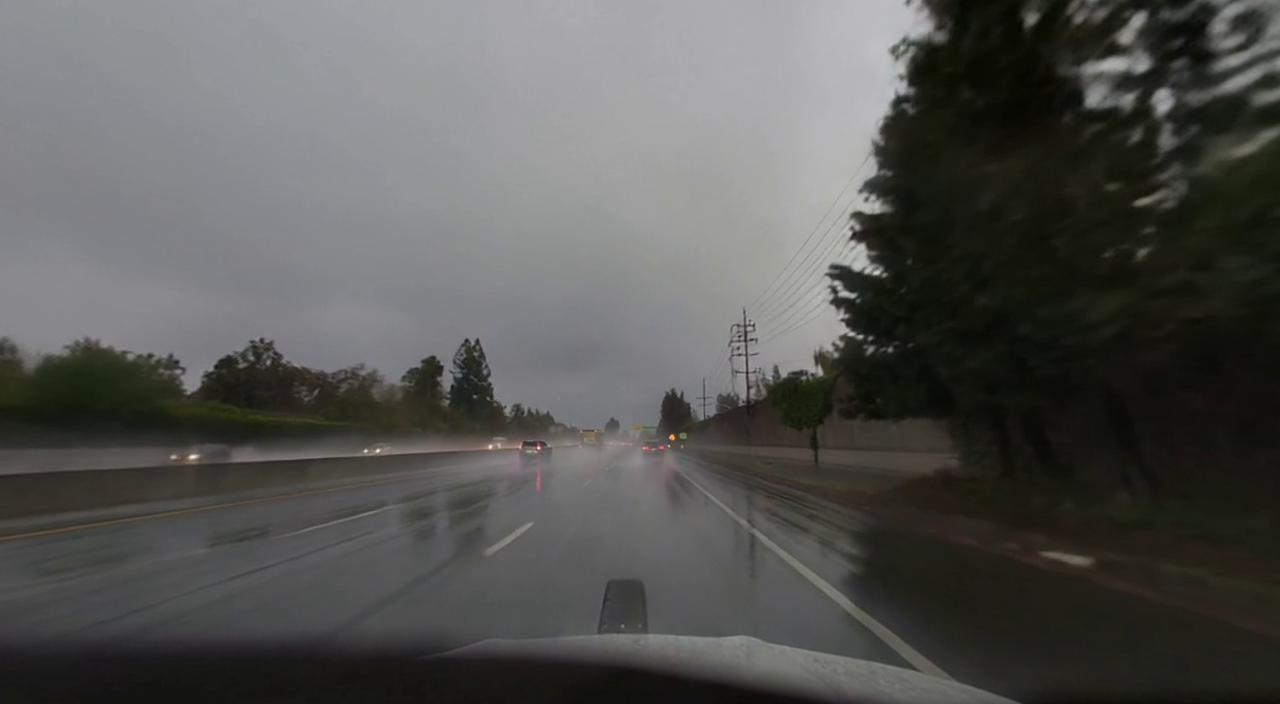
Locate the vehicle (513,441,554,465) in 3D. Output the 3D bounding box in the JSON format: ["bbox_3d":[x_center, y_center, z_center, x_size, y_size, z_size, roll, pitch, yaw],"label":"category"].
[{"bbox_3d":[-7.059,6.700,41.940,1.936,1.497,4.251,0,-8,1],"label":"vehicle"}]

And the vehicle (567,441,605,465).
[{"bbox_3d":[-3.481,6.592,41.201,2.046,1.478,4.111,0,-8,1],"label":"vehicle"}]

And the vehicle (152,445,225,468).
[{"bbox_3d":[-34.633,8.002,48.350,2.022,1.650,4.937,0,-8,-1],"label":"vehicle"}]

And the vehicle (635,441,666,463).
[{"bbox_3d":[0.727,7.035,44.221,2.057,1.453,3.926,0,-8,1],"label":"vehicle"}]
